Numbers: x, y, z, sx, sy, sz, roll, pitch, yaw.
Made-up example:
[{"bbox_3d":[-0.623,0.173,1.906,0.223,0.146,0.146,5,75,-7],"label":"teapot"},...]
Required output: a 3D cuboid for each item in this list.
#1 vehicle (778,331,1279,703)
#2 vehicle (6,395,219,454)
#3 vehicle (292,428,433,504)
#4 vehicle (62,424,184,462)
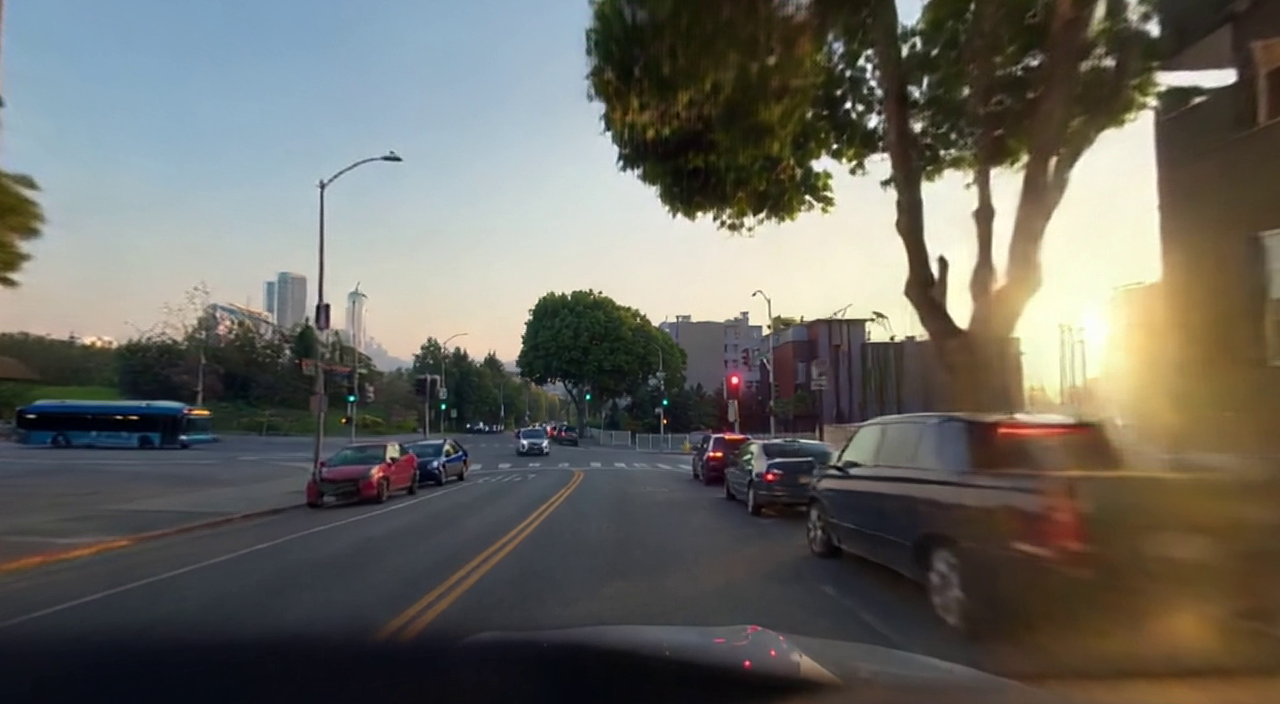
[{"bbox_3d":[3.086,1.223,5.633,2.222,1.812,5.688,0,-9,-2],"label":"vehicle"},{"bbox_3d":[-33.261,4.663,40.162,10.621,3.479,3.025,1,-9,1],"label":"vehicle"},{"bbox_3d":[-7.123,2.954,16.743,1.893,1.758,4.019,0,-9,0],"label":"vehicle"},{"bbox_3d":[-29.006,5.123,35.608,4.704,2.065,2.328,0,-9,-2],"label":"vehicle"}]
